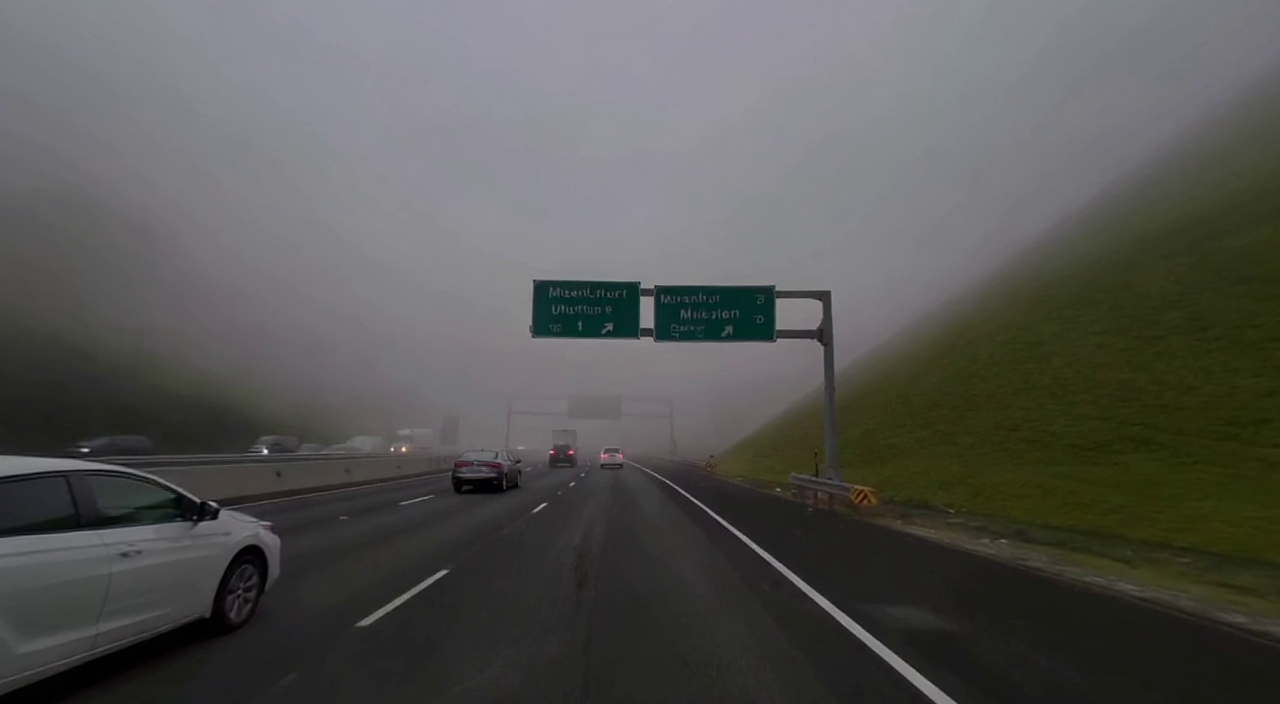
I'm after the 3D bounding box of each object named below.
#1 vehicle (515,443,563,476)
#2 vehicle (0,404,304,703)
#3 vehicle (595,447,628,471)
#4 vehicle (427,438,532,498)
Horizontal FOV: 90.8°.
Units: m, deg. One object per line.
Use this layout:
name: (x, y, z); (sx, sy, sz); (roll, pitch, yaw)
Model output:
vehicle: (-5.406, 5.798, 34.270); (2.118, 1.624, 4.032); (0, -9, -2)
vehicle: (-3.815, 1.067, 3.322); (1.892, 1.492, 3.940); (0, -9, 0)
vehicle: (-1.896, 6.895, 40.910); (1.988, 1.440, 4.201); (0, -9, -4)
vehicle: (-4.826, 3.552, 19.638); (2.208, 1.619, 4.162); (0, -9, -1)
